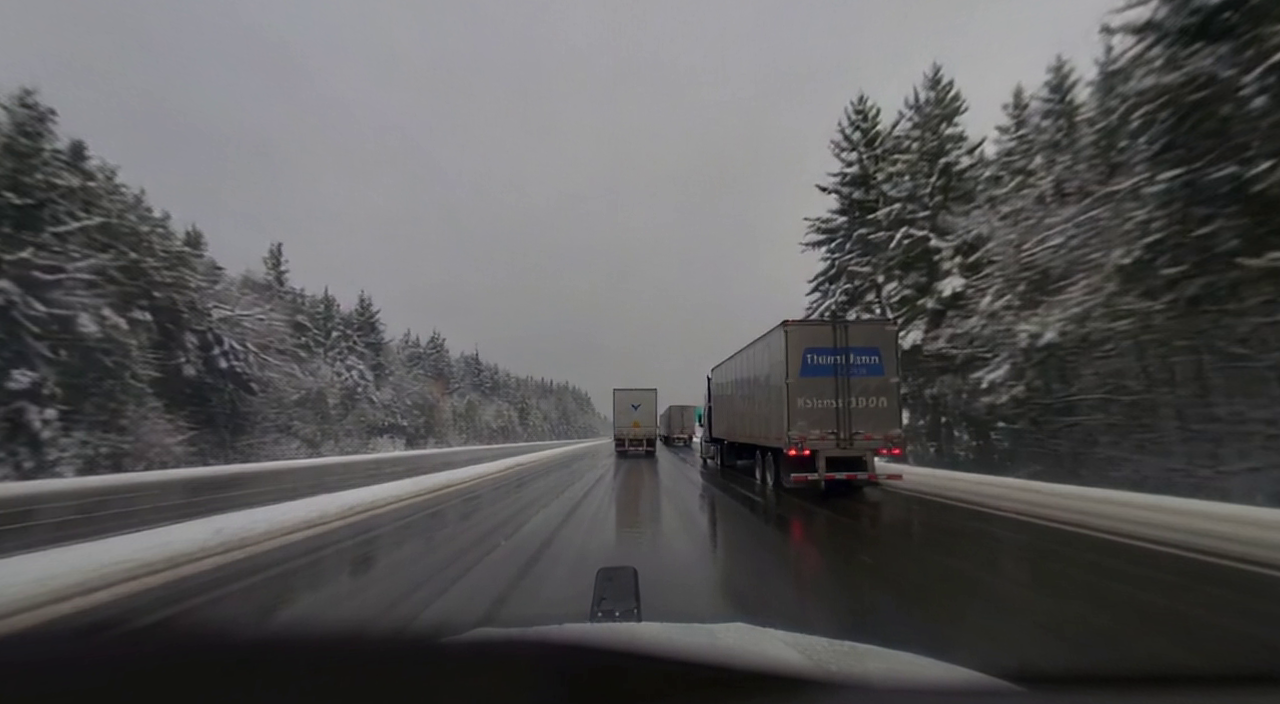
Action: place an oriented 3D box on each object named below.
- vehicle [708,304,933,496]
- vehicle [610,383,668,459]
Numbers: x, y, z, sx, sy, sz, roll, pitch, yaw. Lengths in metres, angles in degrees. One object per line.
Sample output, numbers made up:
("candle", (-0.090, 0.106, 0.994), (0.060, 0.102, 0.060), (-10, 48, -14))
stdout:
("vehicle", (4.639, 1.971, 20.841), (2.856, 4.145, 14.500), (0, -8, -1))
("vehicle", (-0.142, 4.243, 37.858), (2.958, 3.917, 10.196), (0, -8, -1))
